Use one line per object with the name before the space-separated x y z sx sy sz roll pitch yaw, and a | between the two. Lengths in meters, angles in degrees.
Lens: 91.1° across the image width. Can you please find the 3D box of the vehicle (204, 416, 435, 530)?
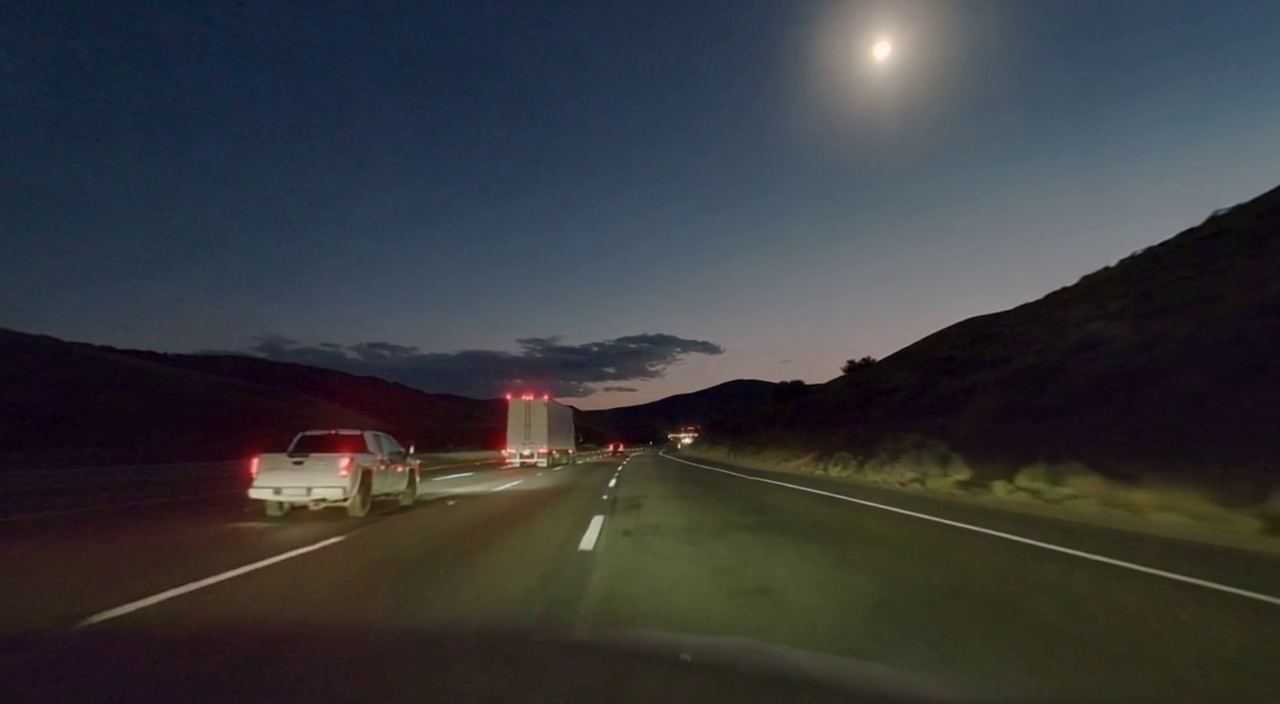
vehicle | -5.684 2.199 11.971 2.099 1.734 4.413 1 -8 -1

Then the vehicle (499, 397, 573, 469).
vehicle | -6.286 5.233 39.943 2.981 3.860 11.022 1 -8 -1
